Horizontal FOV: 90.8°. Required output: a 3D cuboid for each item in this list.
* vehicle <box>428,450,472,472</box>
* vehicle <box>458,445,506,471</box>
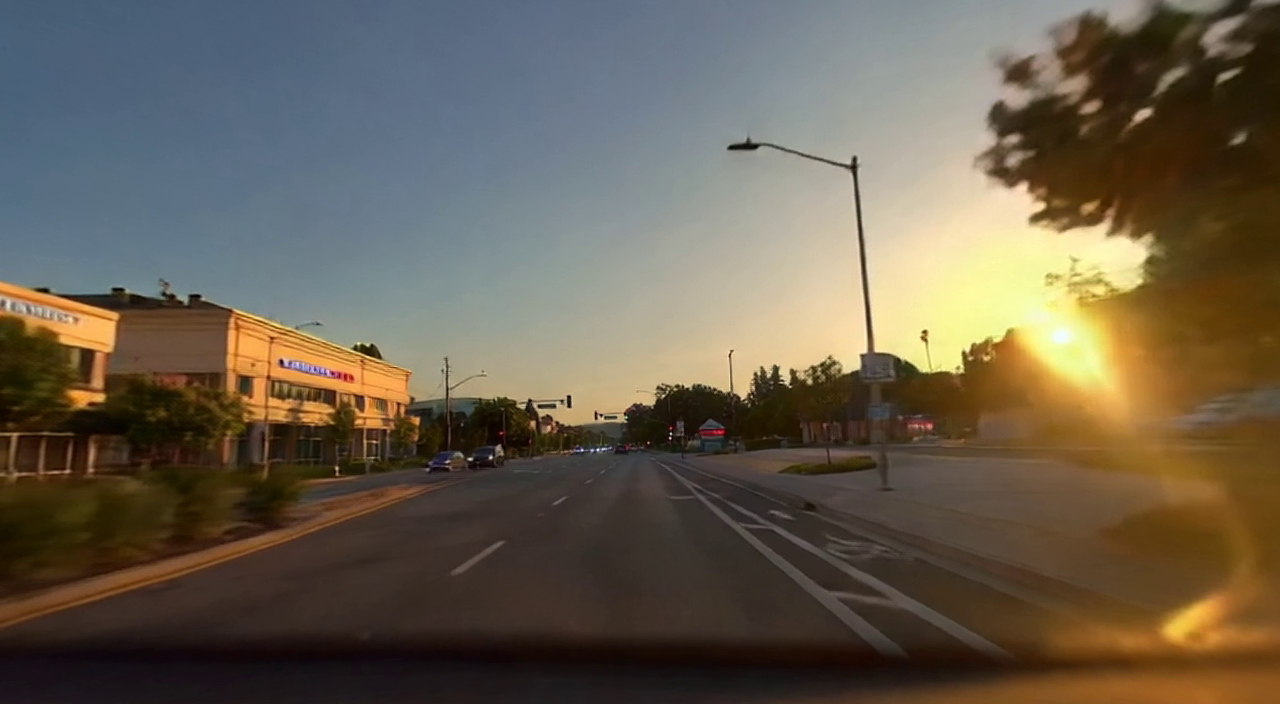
[{"bbox_3d":[-14.207,8.163,47.412,2.026,1.521,4.045,0,-9,1],"label":"vehicle"},{"bbox_3d":[-10.350,6.955,41.653,2.026,1.577,4.334,-2,-9,0],"label":"vehicle"}]
